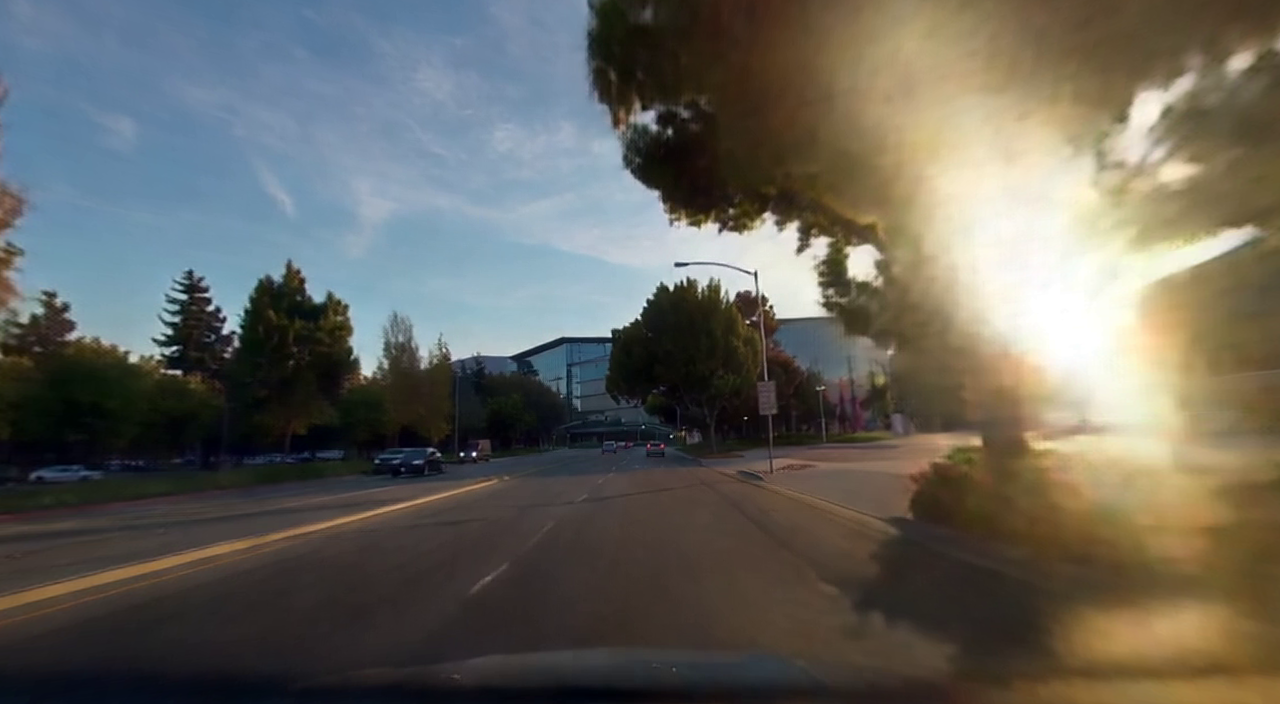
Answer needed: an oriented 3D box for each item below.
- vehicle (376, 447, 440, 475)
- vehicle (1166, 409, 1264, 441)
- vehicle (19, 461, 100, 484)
[{"bbox_3d":[-13.591,6.397,37.088,1.939,1.548,4.490,0,-8,2],"label":"vehicle"},{"bbox_3d":[39.046,5.009,42.819,2.045,2.000,4.878,-1,-8,0],"label":"vehicle"},{"bbox_3d":[-41.905,8.690,45.323,4.101,1.465,1.819,0,-8,3],"label":"vehicle"}]
